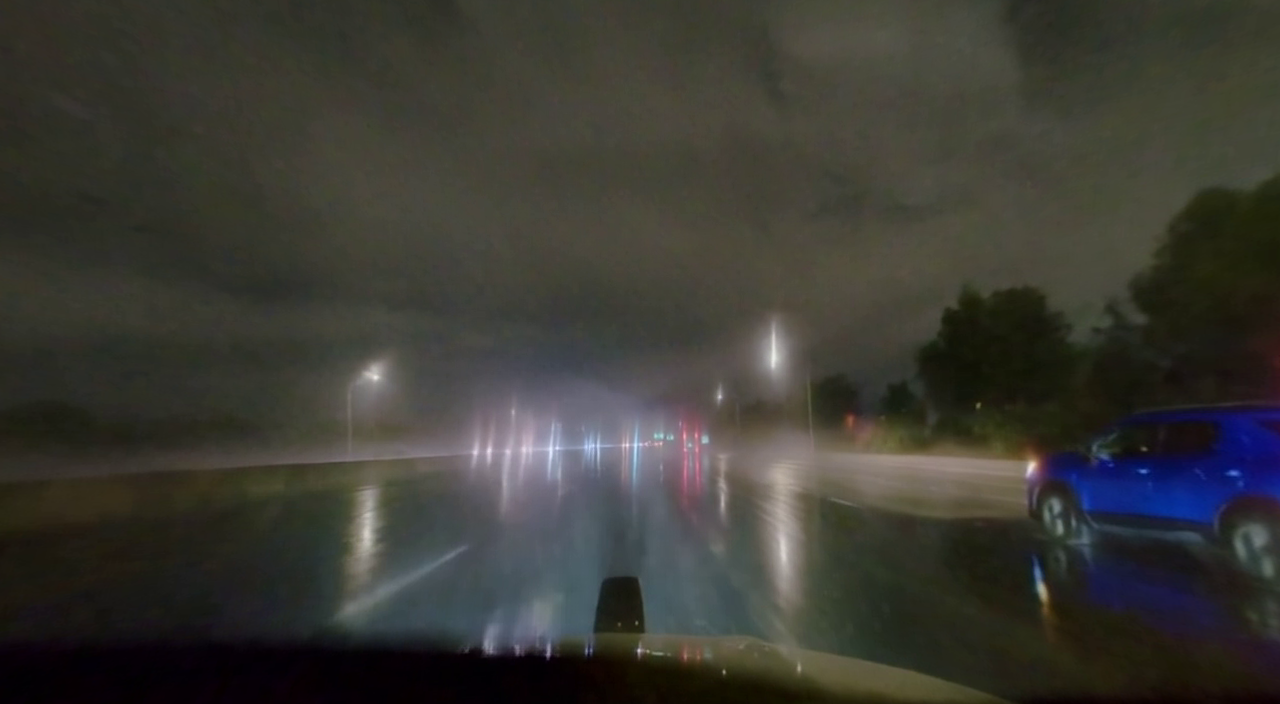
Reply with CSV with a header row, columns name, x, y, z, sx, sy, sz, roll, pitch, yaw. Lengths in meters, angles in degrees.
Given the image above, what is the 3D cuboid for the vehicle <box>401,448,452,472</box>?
name,x,y,z,sx,sy,sz,roll,pitch,yaw
vehicle,-14.130,7.134,42.016,1.880,1.467,4.331,0,-9,1

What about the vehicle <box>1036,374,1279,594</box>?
name,x,y,z,sx,sy,sz,roll,pitch,yaw
vehicle,6.711,1.301,6.501,2.222,1.899,4.595,0,-9,0
